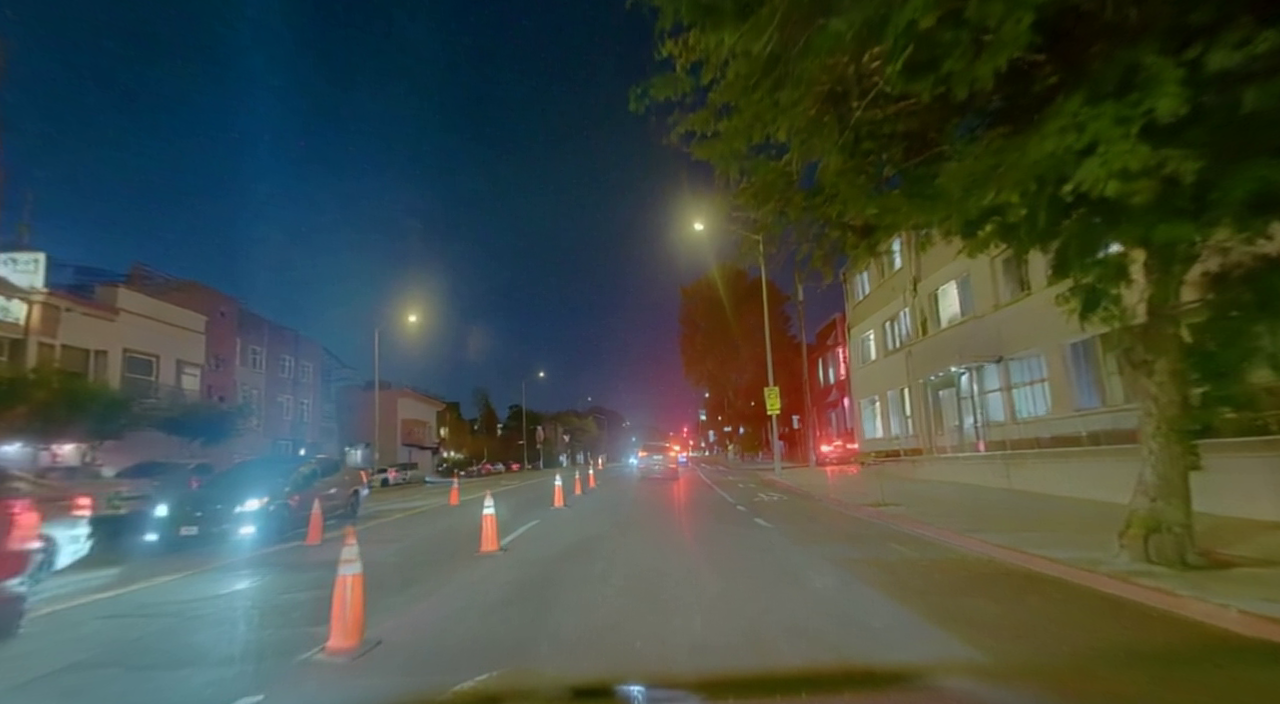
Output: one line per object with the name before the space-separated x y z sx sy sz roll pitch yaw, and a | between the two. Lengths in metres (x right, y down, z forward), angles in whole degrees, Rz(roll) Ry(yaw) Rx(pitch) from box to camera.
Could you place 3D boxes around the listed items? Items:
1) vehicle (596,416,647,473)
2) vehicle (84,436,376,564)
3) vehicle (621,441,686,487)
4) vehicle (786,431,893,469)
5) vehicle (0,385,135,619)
vehicle | -1.233 6.352 43.265 2.977 3.271 12.748 0 -9 -1
vehicle | -6.839 2.479 11.439 2.016 1.693 4.911 -3 -9 0
vehicle | 0.514 4.034 23.018 2.159 1.506 4.086 0 -9 2
vehicle | 10.567 5.239 33.794 4.859 1.914 2.333 0 -9 -5
vehicle | -7.262 1.143 3.873 2.614 2.153 7.170 -4 -10 -2
